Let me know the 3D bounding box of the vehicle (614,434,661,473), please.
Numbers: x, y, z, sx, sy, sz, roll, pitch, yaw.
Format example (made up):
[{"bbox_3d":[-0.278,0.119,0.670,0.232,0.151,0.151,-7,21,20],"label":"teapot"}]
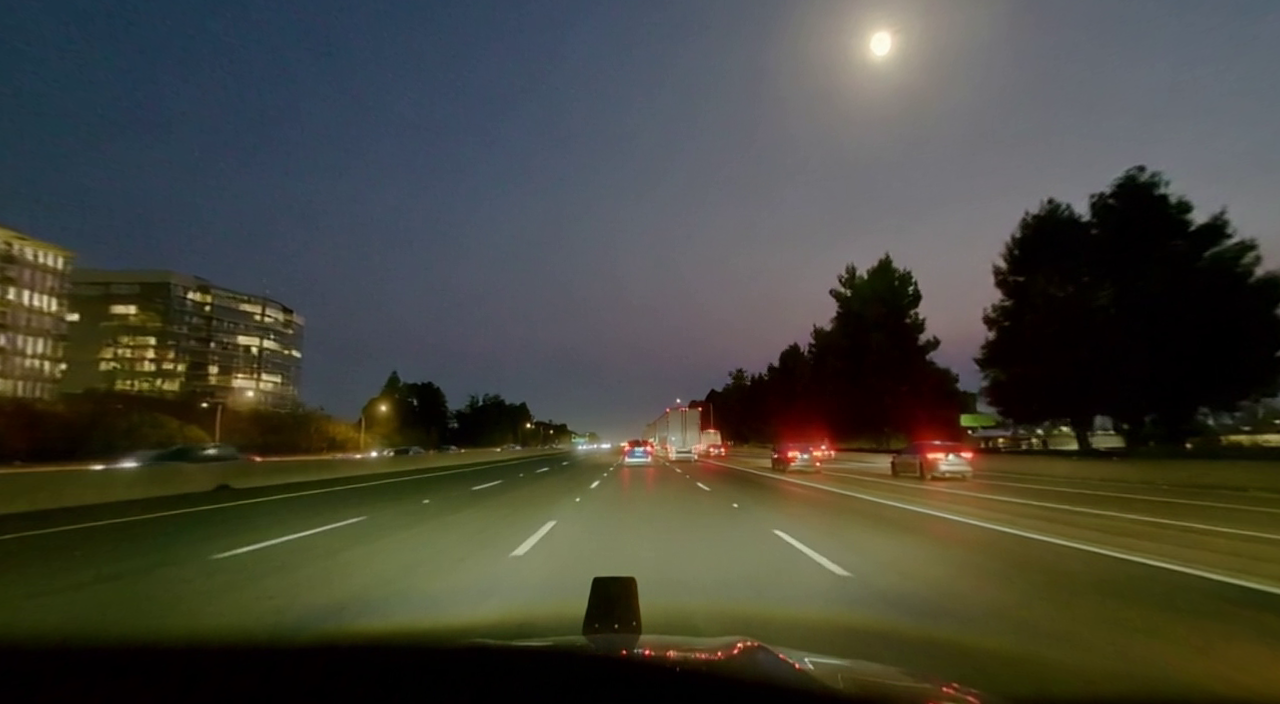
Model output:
[{"bbox_3d":[-0.171,5.375,33.621,2.297,1.912,4.355,0,-8,-1],"label":"vehicle"}]

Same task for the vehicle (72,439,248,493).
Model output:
[{"bbox_3d":[-17.907,4.256,24.091,2.226,1.790,5.699,0,-8,0],"label":"vehicle"}]
